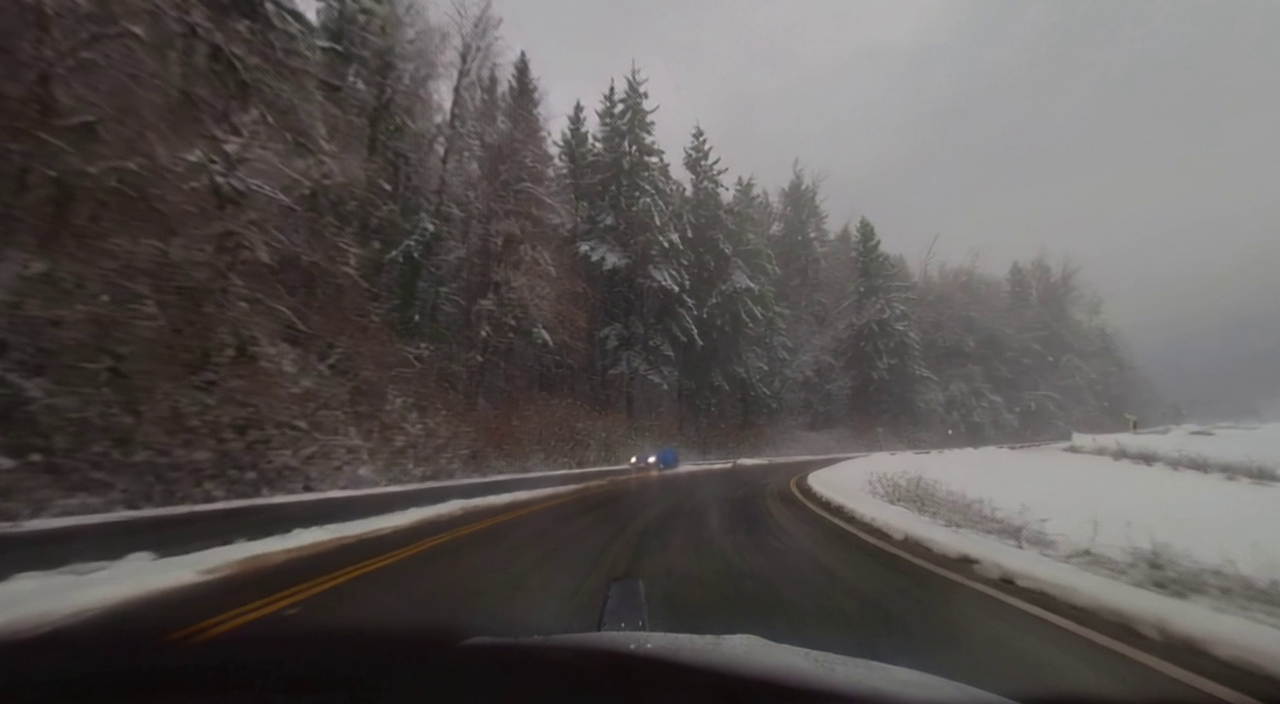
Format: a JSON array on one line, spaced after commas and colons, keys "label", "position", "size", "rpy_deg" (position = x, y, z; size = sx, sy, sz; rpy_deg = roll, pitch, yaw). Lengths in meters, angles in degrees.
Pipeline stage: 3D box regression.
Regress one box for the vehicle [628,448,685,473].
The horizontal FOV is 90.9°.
[{"label": "vehicle", "position": [1.136, 6.948, 40.518], "size": [2.111, 1.509, 4.823], "rpy_deg": [-4, -10, 21]}]
